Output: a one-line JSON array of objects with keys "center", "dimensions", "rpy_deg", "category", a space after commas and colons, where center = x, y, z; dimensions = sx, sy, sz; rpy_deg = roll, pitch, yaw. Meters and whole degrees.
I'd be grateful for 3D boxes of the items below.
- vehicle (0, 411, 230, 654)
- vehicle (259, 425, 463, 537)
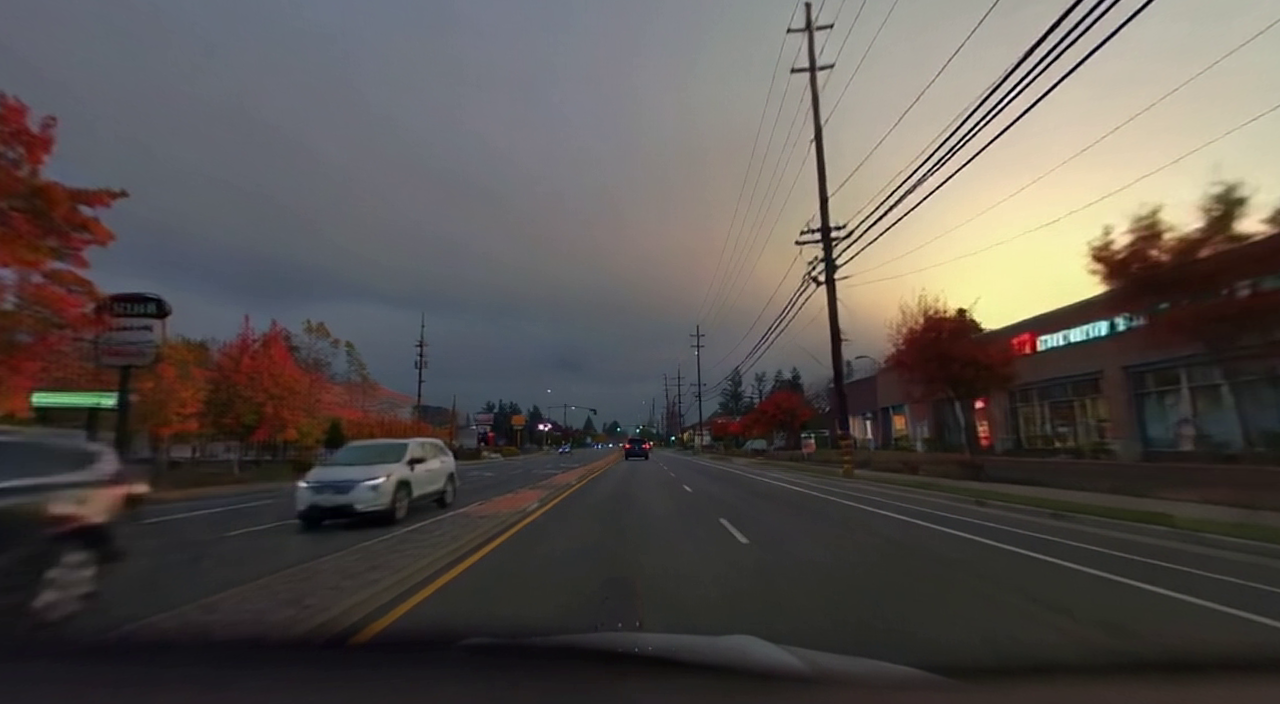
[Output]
[{"center": [-5.022, 1.166, 3.916], "dimensions": [1.909, 1.524, 4.614], "rpy_deg": [-2, -8, 0], "category": "vehicle"}, {"center": [-5.032, 2.340, 12.233], "dimensions": [1.993, 1.680, 4.386], "rpy_deg": [-2, -8, -1], "category": "vehicle"}]
